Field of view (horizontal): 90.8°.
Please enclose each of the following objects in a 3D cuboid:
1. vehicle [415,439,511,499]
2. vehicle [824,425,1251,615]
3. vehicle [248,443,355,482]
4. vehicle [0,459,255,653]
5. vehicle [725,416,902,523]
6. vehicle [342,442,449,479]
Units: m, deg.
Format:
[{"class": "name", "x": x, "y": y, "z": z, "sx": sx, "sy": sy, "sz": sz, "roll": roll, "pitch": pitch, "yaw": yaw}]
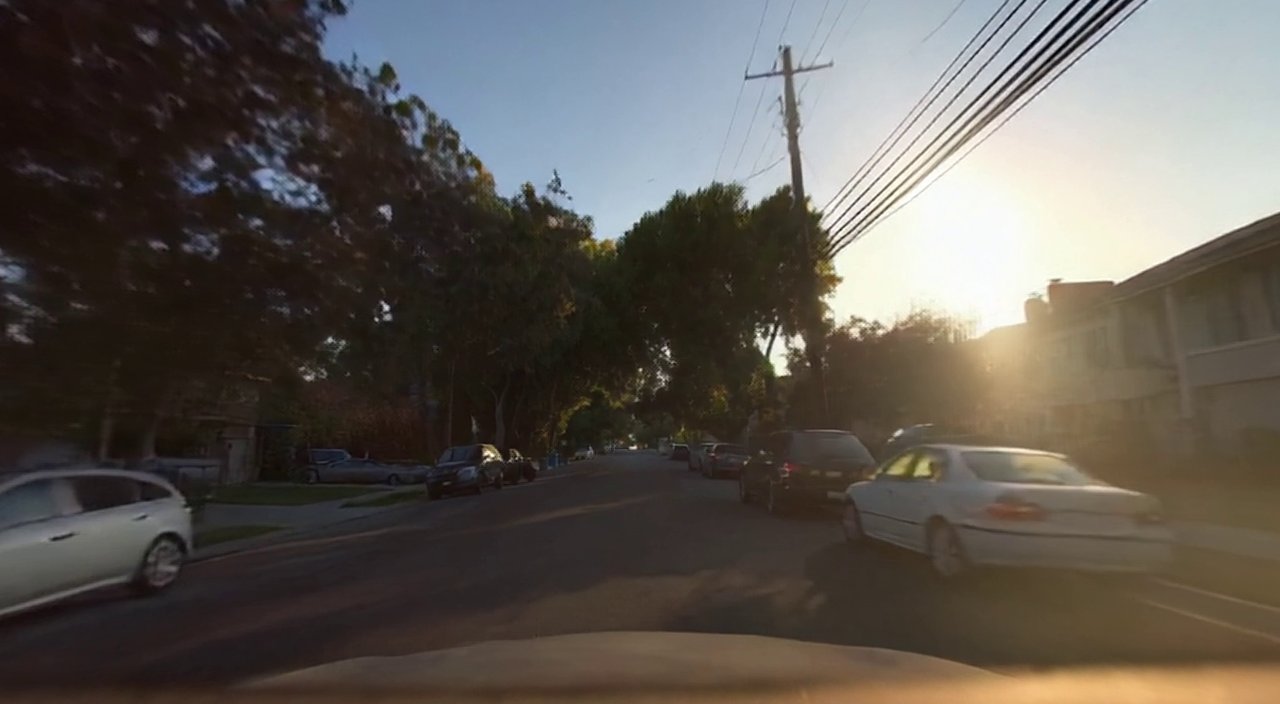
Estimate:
[{"class": "vehicle", "x": -6.127, "y": 4.093, "z": 22.405, "sx": 2.118, "sy": 1.753, "sz": 4.377, "roll": -4, "pitch": -9, "yaw": -1}, {"class": "vehicle", "x": 3.772, "y": 1.645, "z": 7.258, "sx": 1.848, "sy": 1.436, "sz": 4.582, "roll": -1, "pitch": -8, "yaw": -1}, {"class": "vehicle", "x": -19.049, "y": 6.246, "z": 35.797, "sx": 4.832, "sy": 2.033, "sz": 2.045, "roll": 0, "pitch": -8, "yaw": -6}, {"class": "vehicle", "x": -6.044, "y": 1.725, "z": 5.589, "sx": 2.199, "sy": 1.439, "sz": 4.757, "roll": -1, "pitch": -9, "yaw": 2}, {"class": "vehicle", "x": 3.364, "y": 2.430, "z": 13.692, "sx": 2.122, "sy": 1.809, "sz": 5.421, "roll": 0, "pitch": -8, "yaw": -2}, {"class": "vehicle", "x": -12.900, "y": 5.760, "z": 33.583, "sx": 4.729, "sy": 1.831, "sz": 2.174, "roll": -1, "pitch": -8, "yaw": 0}]
